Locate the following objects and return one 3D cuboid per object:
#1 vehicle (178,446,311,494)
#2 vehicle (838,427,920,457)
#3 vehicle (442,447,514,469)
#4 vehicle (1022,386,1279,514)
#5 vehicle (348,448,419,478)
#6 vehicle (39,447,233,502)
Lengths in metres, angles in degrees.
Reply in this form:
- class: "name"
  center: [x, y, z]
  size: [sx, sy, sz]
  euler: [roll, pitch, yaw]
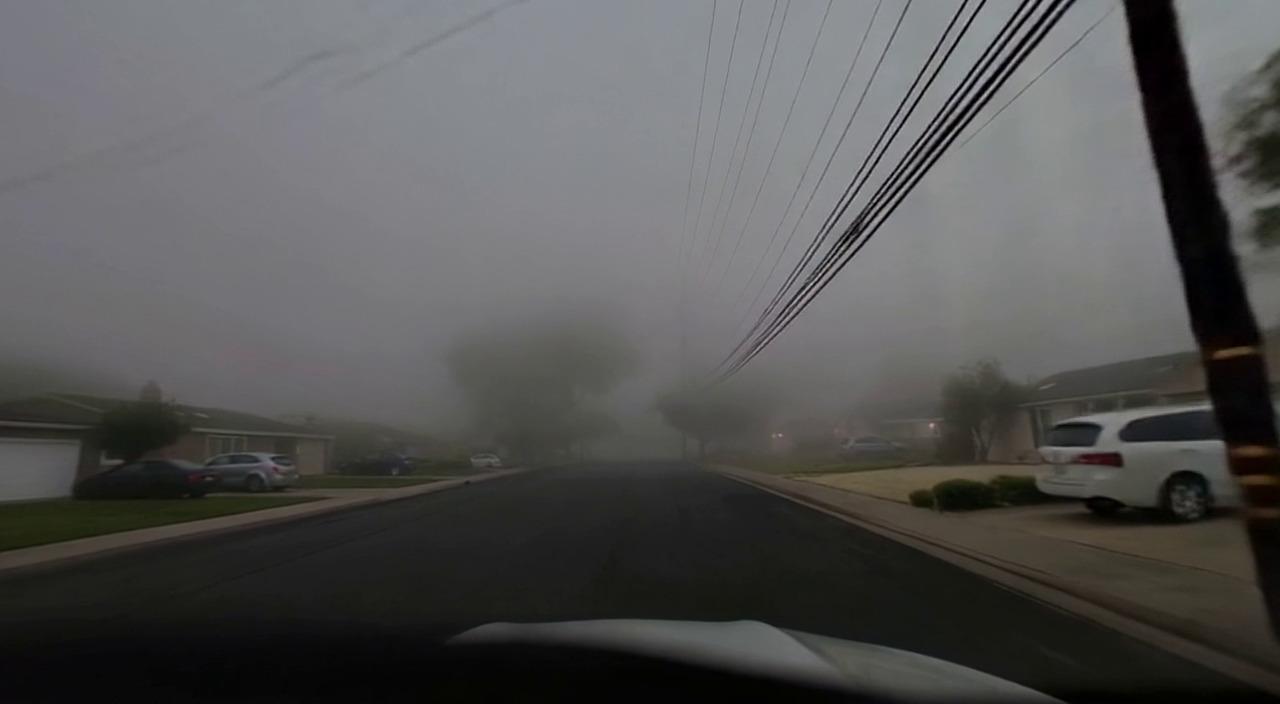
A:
- class: "vehicle"
  center: [-15.195, 4.486, 24.347]
  size: [4.232, 1.693, 1.949]
  euler: [-3, -9, 17]
- class: "vehicle"
  center: [14.958, 5.653, 39.690]
  size: [4.373, 1.759, 2.093]
  euler: [0, -10, 6]
- class: "vehicle"
  center: [-12.394, 8.115, 48.480]
  size: [4.893, 1.567, 2.105]
  euler: [-1, -8, 5]
- class: "vehicle"
  center: [9.625, 1.587, 10.401]
  size: [5.273, 1.868, 2.070]
  euler: [0, -8, 0]
- class: "vehicle"
  center: [-14.925, 6.428, 37.073]
  size: [1.978, 1.586, 5.192]
  euler: [0, -8, 0]
- class: "vehicle"
  center: [-16.388, 3.971, 20.746]
  size: [4.482, 1.648, 2.169]
  euler: [0, -9, 1]
